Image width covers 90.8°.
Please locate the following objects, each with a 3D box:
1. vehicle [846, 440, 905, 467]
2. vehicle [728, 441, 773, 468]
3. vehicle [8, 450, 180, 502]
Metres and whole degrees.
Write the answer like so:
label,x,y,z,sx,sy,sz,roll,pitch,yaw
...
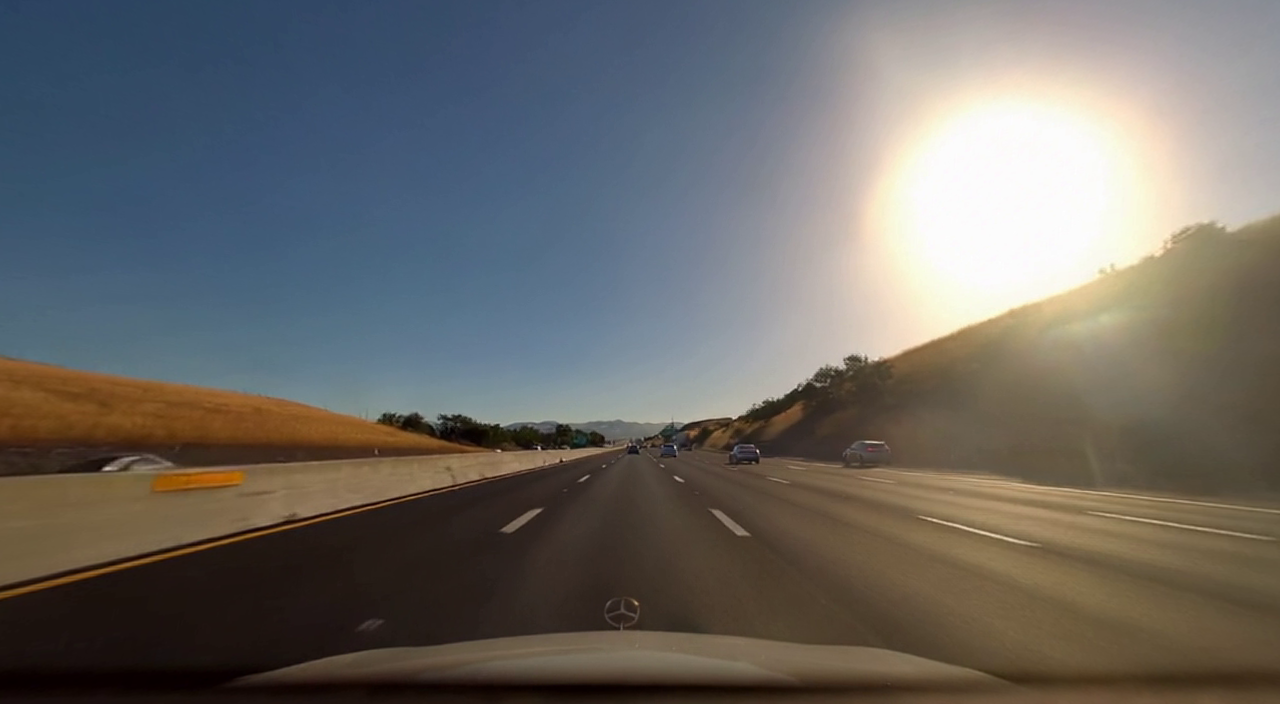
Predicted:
label,x,y,z,sx,sy,sz,roll,pitch,yaw
vehicle,14.755,6.355,39.817,2.025,1.595,4.268,0,-9,-1
vehicle,6.814,6.378,39.464,2.038,1.528,3.910,0,-9,-1
vehicle,-14.363,3.242,16.872,1.639,1.164,3.285,0,-8,0
